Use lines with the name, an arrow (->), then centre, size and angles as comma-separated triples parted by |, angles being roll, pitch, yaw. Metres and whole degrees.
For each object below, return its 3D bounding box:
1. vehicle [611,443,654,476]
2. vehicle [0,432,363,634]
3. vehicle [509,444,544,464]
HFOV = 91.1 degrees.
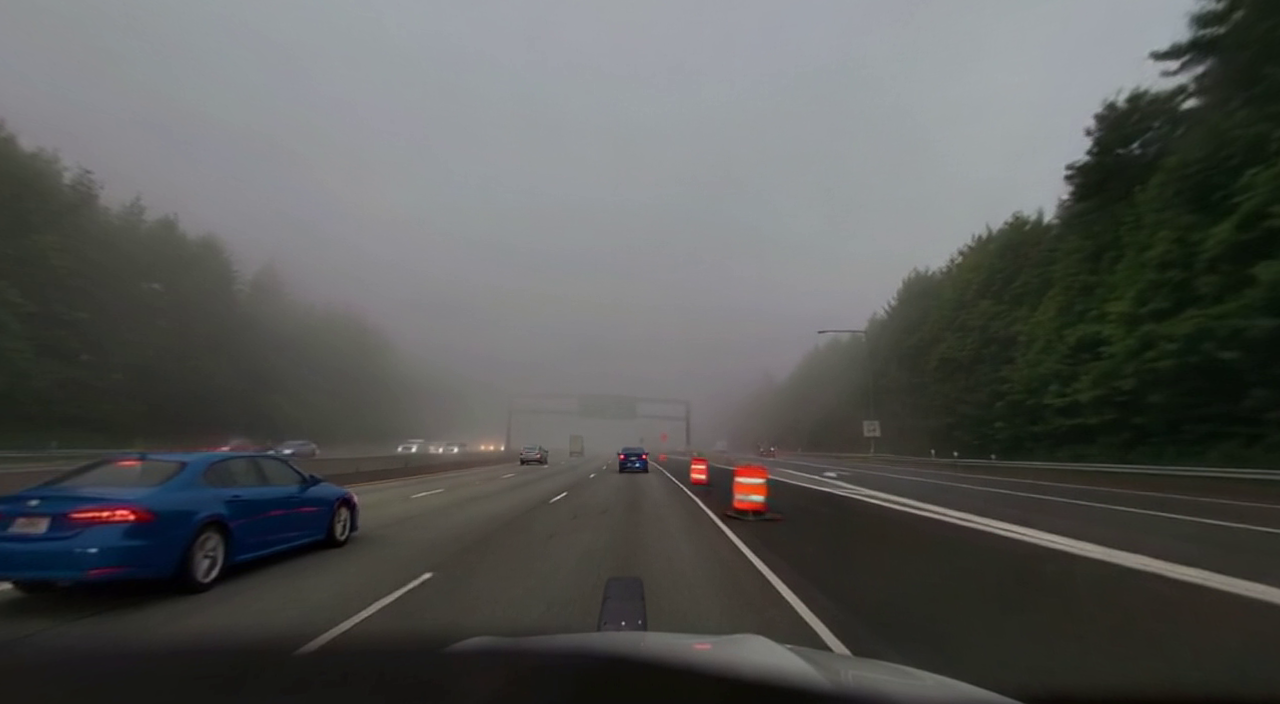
vehicle -> -0.372, 5.172, 30.630 | 1.963, 1.462, 4.681 | 0, -8, -1
vehicle -> -4.997, 1.612, 6.715 | 2.001, 1.415, 4.360 | 0, -8, 1
vehicle -> -8.776, 7.934, 49.040 | 1.946, 1.472, 4.472 | 0, -8, -1
